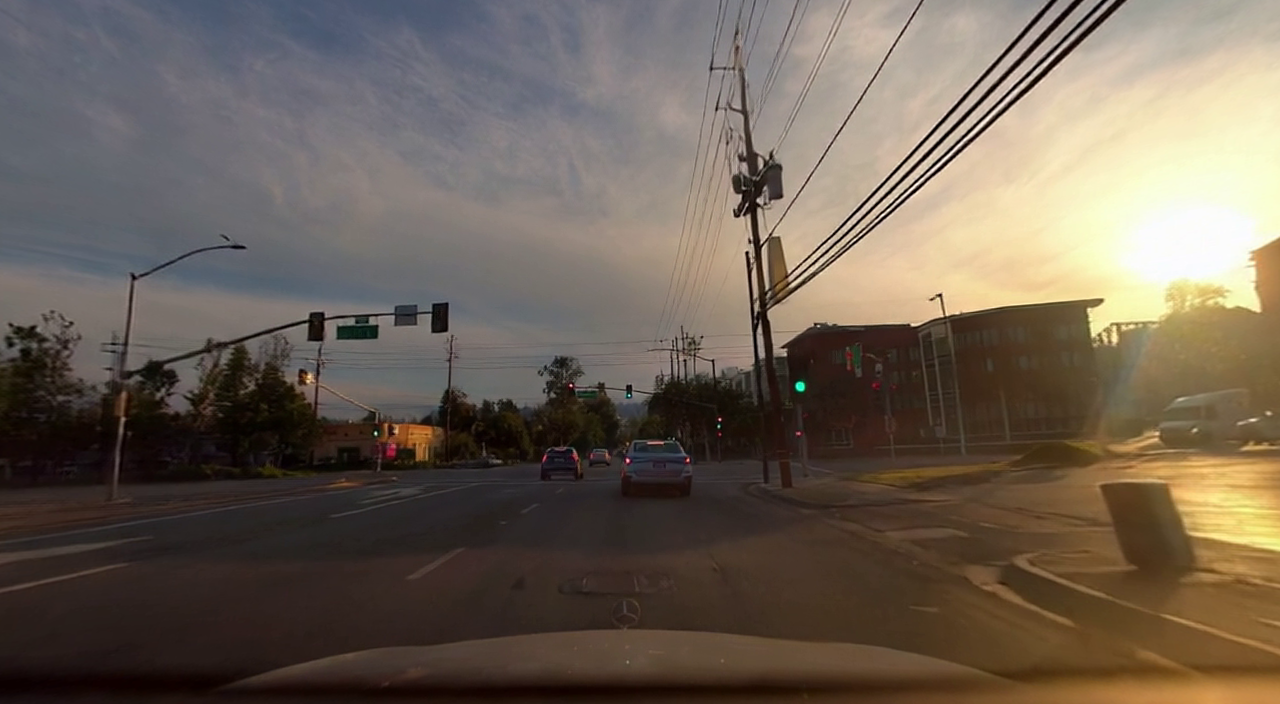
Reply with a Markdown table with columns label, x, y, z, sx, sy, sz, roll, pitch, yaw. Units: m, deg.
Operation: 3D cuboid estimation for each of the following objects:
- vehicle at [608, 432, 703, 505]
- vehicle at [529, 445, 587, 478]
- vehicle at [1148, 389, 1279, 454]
| label | x | y | z | sx | sy | sz | roll | pitch | yaw |
| --- | --- | --- | --- | --- | --- | --- | --- | --- | --- |
| vehicle | 0.353 | 2.964 | 16.431 | 2.156 | 1.636 | 3.923 | 0 | -9 | 0 |
| vehicle | -3.913 | 5.270 | 30.737 | 2.153 | 1.474 | 4.284 | 0 | -9 | 1 |
| vehicle | 42.375 | 5.256 | 46.870 | 5.749 | 4.403 | 3.494 | -3 | -10 | 7 |
